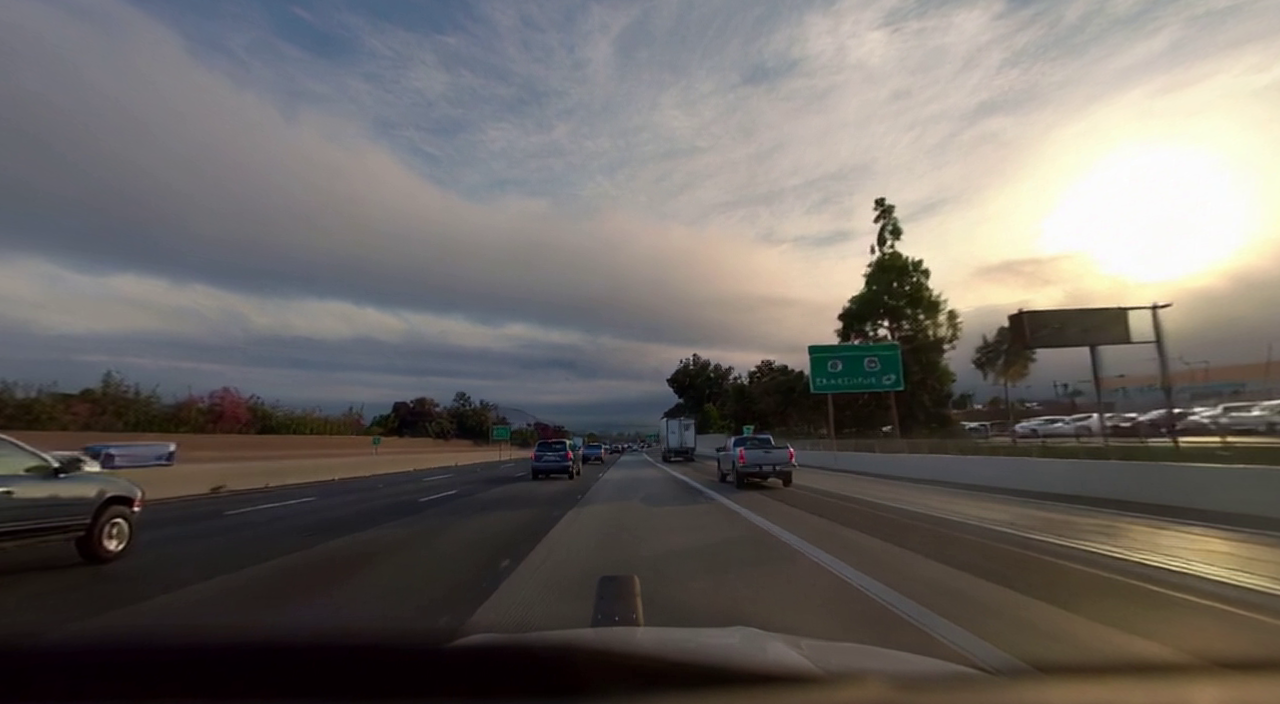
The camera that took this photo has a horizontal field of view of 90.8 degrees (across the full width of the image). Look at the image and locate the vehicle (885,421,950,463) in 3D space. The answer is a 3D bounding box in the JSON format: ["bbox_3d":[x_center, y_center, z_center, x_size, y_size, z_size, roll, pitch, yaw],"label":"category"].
[{"bbox_3d":[19.662,6.448,44.995,2.417,2.793,4.485,0,-9,-1],"label":"vehicle"}]

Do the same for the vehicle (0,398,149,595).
[{"bbox_3d":[-7.047,1.191,4.804,2.129,1.813,5.525,0,-8,0],"label":"vehicle"}]

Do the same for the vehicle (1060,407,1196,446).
[{"bbox_3d":[29.636,4.624,38.607,5.997,2.075,2.388,-3,-9,10],"label":"vehicle"}]

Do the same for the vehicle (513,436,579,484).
[{"bbox_3d":[-3.686,4.337,25.631,1.987,1.765,4.508,0,-8,0],"label":"vehicle"}]

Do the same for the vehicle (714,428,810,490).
[{"bbox_3d":[3.931,3.541,21.202,2.198,1.807,4.530,0,-8,-1],"label":"vehicle"}]
